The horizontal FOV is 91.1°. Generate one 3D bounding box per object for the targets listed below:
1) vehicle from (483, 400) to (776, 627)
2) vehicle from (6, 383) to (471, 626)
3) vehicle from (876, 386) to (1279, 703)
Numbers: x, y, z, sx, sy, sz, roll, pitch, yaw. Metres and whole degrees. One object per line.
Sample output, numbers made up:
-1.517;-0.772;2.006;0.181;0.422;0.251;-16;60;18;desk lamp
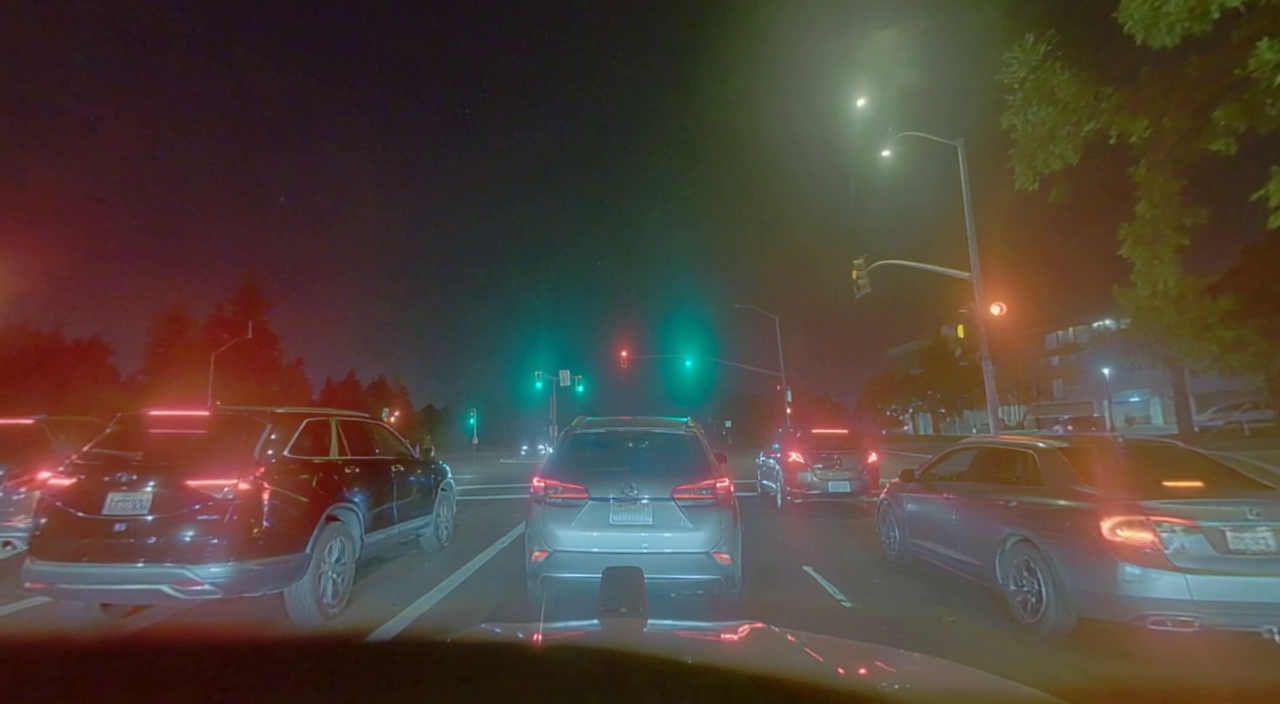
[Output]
-0.054;1.400;6.302;2.047;1.579;3.642;0;-8;1;vehicle
-3.556;1.427;6.849;2.014;1.755;4.360;0;-8;3;vehicle
3.584;1.199;4.601;2.010;1.486;4.498;0;-8;1;vehicle
